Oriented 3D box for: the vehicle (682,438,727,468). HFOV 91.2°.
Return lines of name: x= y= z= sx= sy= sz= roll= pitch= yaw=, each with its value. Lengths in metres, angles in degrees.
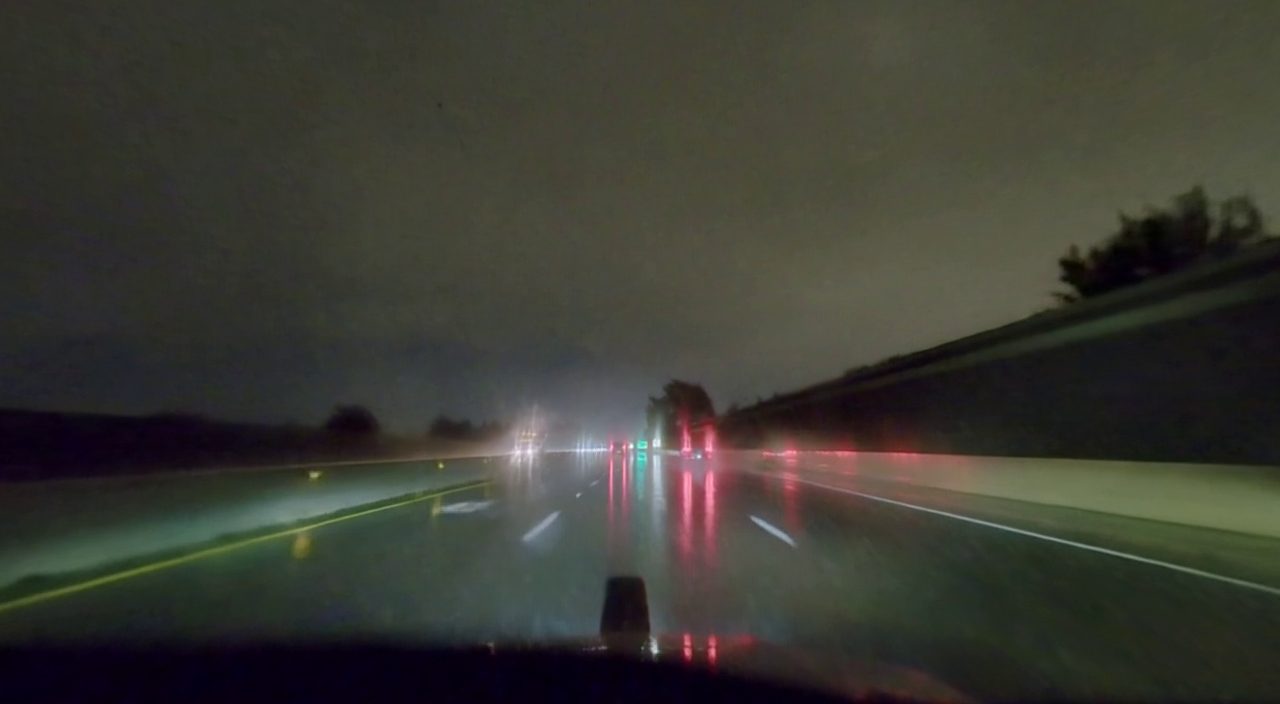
vehicle: x=3.696 y=5.899 z=36.819 sx=2.202 sy=1.682 sz=4.188 roll=0 pitch=-8 yaw=0
